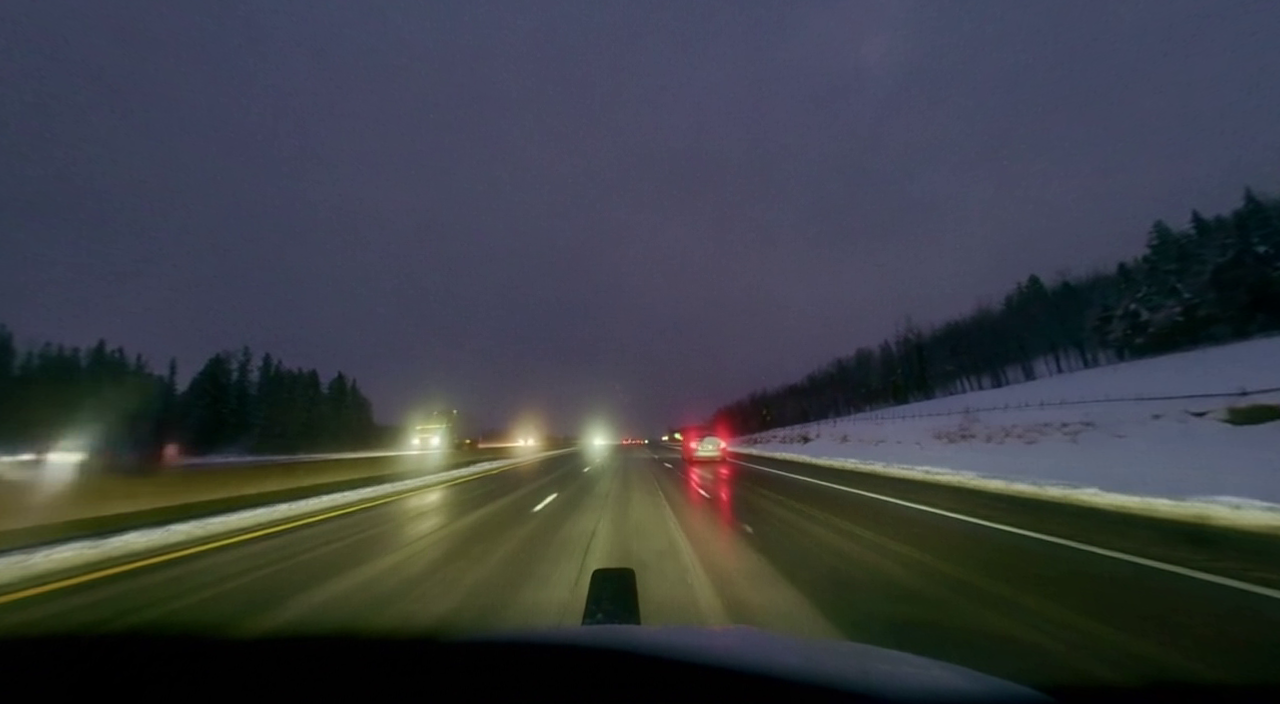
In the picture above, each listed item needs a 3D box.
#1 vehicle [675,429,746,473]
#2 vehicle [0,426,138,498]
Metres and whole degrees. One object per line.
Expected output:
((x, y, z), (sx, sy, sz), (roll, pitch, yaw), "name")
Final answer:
((2.835, 4.109, 26.364), (2.349, 1.651, 4.161), (0, -8, -2), "vehicle")
((-16.464, 2.951, 17.231), (2.070, 1.716, 4.121), (0, -8, -1), "vehicle")
